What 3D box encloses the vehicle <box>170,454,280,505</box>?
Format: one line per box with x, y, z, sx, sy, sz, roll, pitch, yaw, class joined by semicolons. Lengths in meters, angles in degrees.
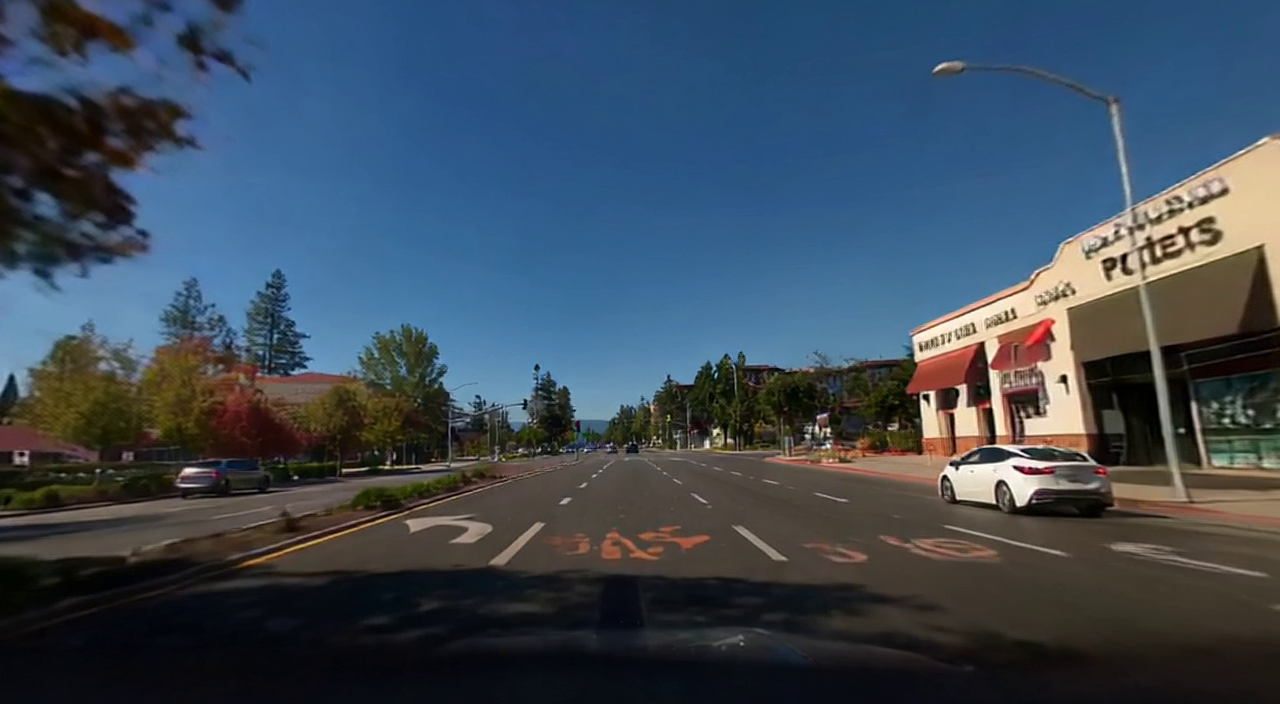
-14.420;4.340;21.872;4.523;1.494;1.857;-7;-11;40;vehicle

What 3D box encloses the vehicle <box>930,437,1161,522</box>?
8.074;2.550;13.211;1.936;1.460;4.258;0;-8;-1;vehicle
